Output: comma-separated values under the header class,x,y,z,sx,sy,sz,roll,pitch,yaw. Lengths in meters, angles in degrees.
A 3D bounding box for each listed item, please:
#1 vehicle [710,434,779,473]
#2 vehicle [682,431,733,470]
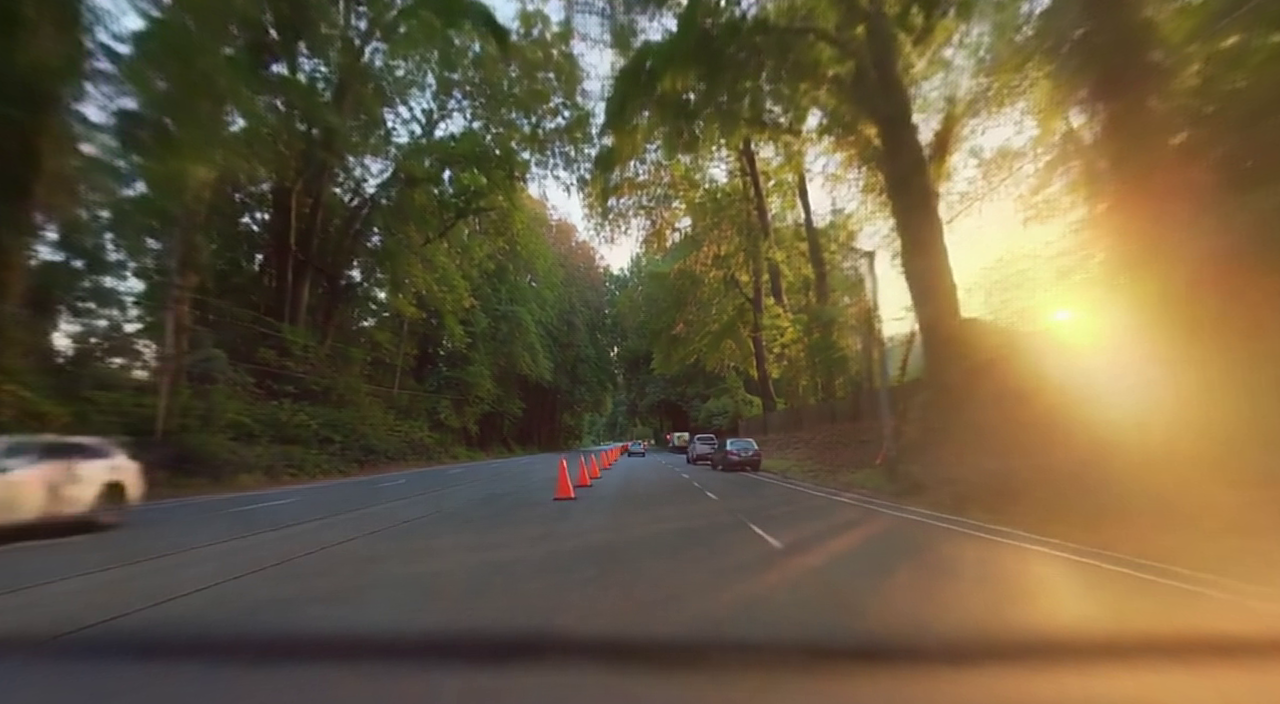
class,x,y,z,sx,sy,sz,roll,pitch,yaw
vehicle,5.685,5.674,35.522,2.294,1.949,6.246,1,-8,-5
vehicle,4.542,6.856,43.534,2.694,2.177,6.177,0,-13,-1
